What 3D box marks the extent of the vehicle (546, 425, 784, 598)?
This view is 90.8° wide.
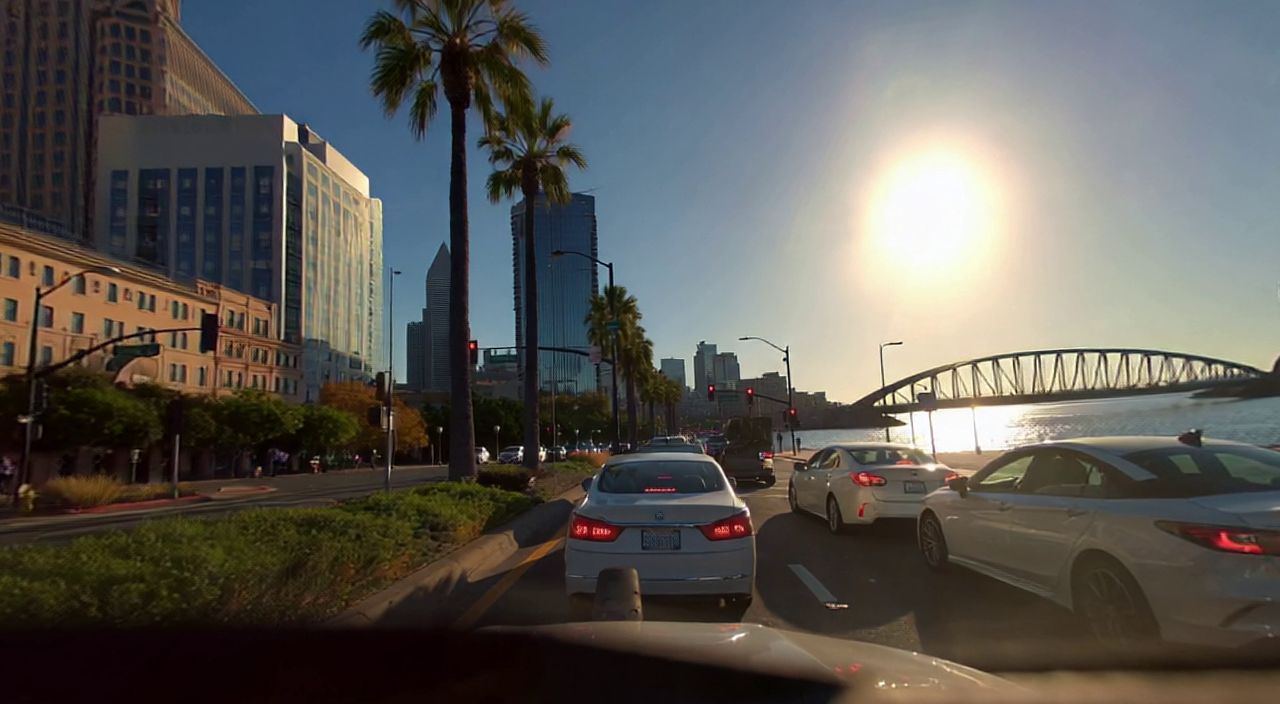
[{"bbox_3d":[0.249,1.694,7.473,2.093,1.503,3.681,0,-9,1],"label":"vehicle"}]

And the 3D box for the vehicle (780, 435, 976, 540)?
[{"bbox_3d":[3.903,2.282,11.308,1.920,1.490,4.417,-1,-9,2],"label":"vehicle"}]

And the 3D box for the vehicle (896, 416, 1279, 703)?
[{"bbox_3d":[3.929,1.358,5.083,1.913,1.469,4.425,0,-9,1],"label":"vehicle"}]
